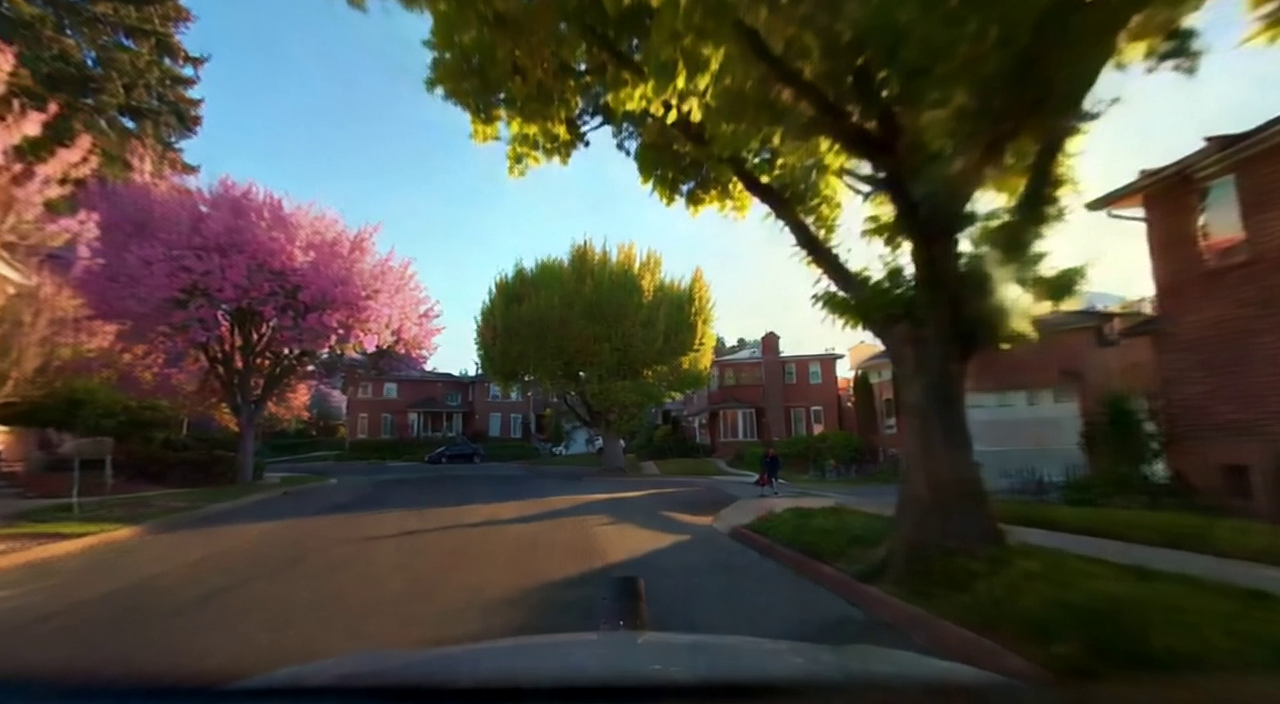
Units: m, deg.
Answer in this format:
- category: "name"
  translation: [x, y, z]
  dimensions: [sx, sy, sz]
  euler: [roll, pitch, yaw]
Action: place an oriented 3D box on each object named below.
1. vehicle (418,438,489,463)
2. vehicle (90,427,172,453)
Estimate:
- category: "vehicle"
  translation: [-14.244, 7.551, 48.531]
  dimensions: [4.815, 1.827, 2.147]
  euler: [1, -9, -3]
- category: "vehicle"
  translation: [-35.883, 6.228, 44.570]
  dimensions: [4.237, 1.728, 2.203]
  euler: [-2, -9, 14]
